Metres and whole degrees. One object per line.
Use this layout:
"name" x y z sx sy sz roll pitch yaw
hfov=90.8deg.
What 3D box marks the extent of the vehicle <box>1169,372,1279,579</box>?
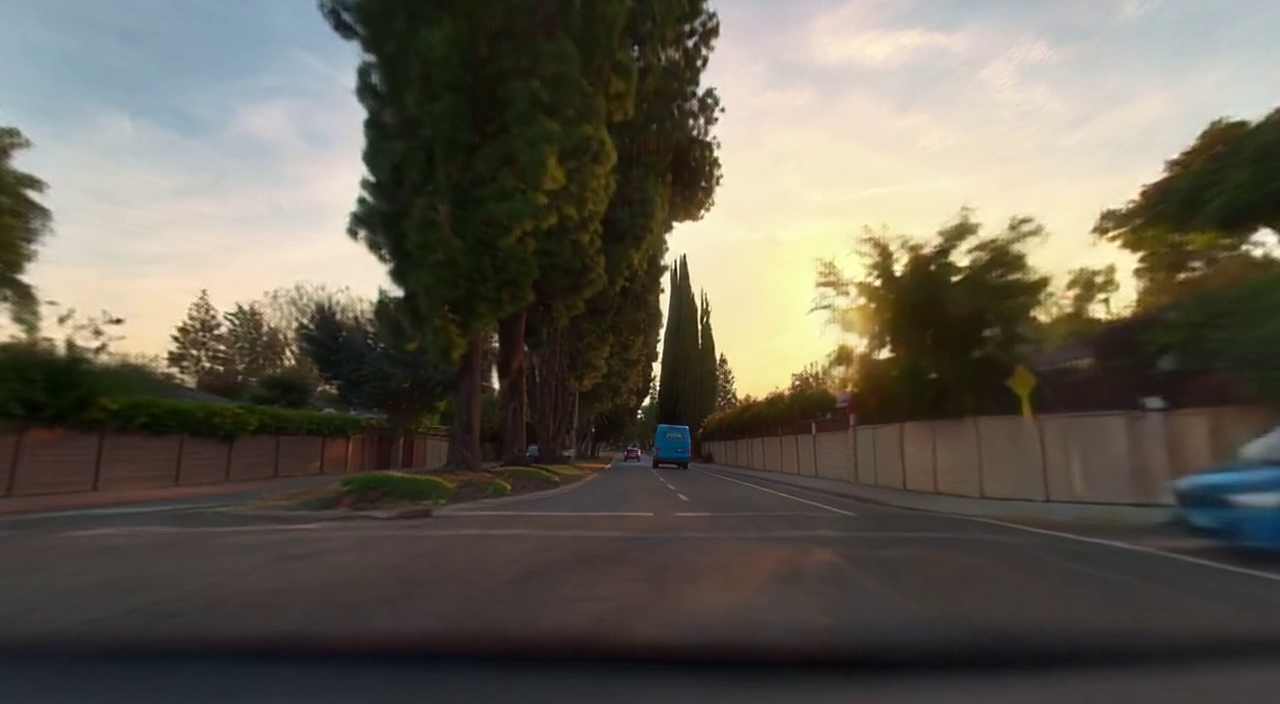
"vehicle" 9.210 1.304 6.632 4.990 2.142 2.488 0 -8 0
